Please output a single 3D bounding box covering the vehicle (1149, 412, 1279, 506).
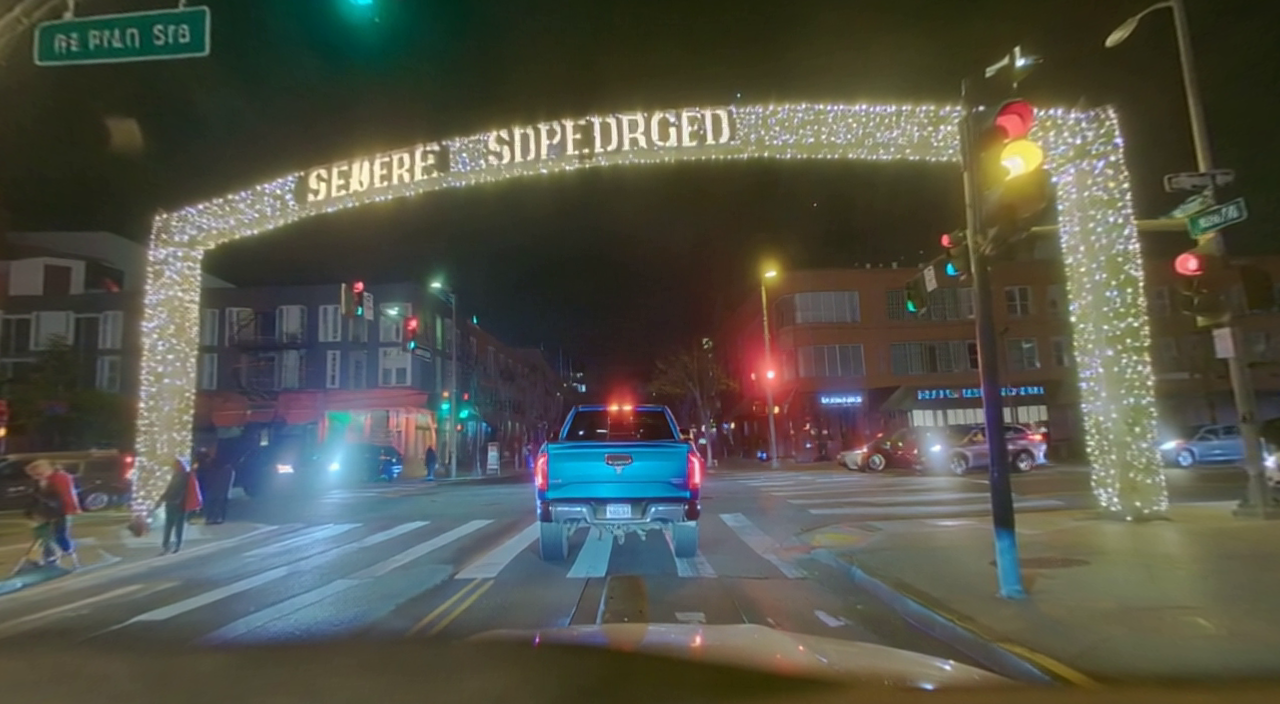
[{"bbox_3d":[13.050,2.024,12.333,4.082,1.613,2.211,-3,-12,0],"label":"vehicle"}]

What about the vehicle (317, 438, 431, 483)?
[{"bbox_3d":[-13.110,5.354,31.221,4.799,1.909,2.011,-3,-7,3],"label":"vehicle"}]

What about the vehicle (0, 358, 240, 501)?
[{"bbox_3d":[-22.322,2.747,22.363,13.729,4.662,3.300,0,-8,0],"label":"vehicle"}]

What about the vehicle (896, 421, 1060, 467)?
[{"bbox_3d":[11.643,3.212,21.931,4.600,1.506,1.878,0,-8,-2],"label":"vehicle"}]

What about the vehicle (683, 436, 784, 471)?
[{"bbox_3d":[4.306,4.764,29.643,4.515,1.583,1.920,-1,-8,3],"label":"vehicle"}]

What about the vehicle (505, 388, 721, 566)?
[{"bbox_3d":[-0.460,1.842,10.089,2.477,2.020,5.534,0,-8,-3],"label":"vehicle"}]

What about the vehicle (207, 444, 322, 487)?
[{"bbox_3d":[-18.582,5.617,31.373,4.398,2.057,1.959,0,-8,-2],"label":"vehicle"}]
